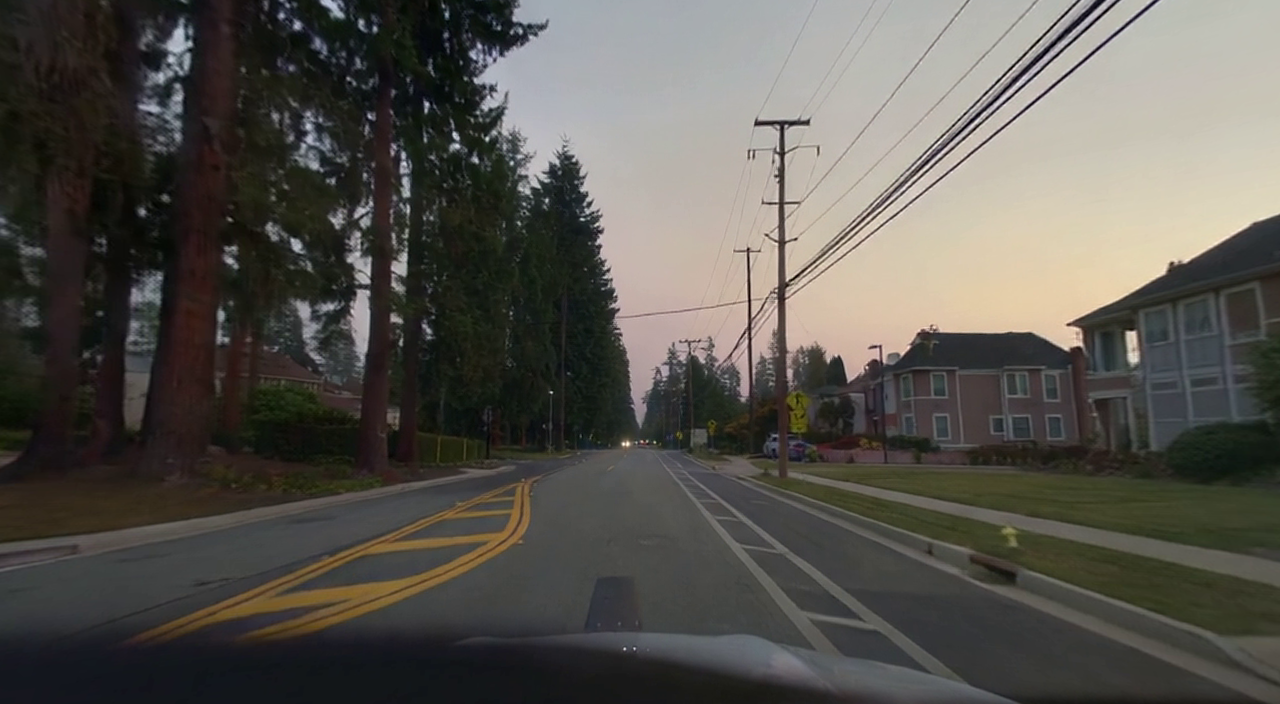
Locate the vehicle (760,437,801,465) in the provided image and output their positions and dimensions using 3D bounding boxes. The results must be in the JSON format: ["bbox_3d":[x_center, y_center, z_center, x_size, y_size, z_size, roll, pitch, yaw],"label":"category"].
[{"bbox_3d":[10.266,7.273,46.386,1.912,1.953,4.651,0,-9,0],"label":"vehicle"}]

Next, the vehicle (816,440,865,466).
[{"bbox_3d":[13.541,6.838,42.790,1.935,1.683,4.669,0,-9,2],"label":"vehicle"}]

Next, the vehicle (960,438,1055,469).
[{"bbox_3d":[21.049,5.790,36.156,3.943,1.664,2.391,0,-8,-1],"label":"vehicle"}]
